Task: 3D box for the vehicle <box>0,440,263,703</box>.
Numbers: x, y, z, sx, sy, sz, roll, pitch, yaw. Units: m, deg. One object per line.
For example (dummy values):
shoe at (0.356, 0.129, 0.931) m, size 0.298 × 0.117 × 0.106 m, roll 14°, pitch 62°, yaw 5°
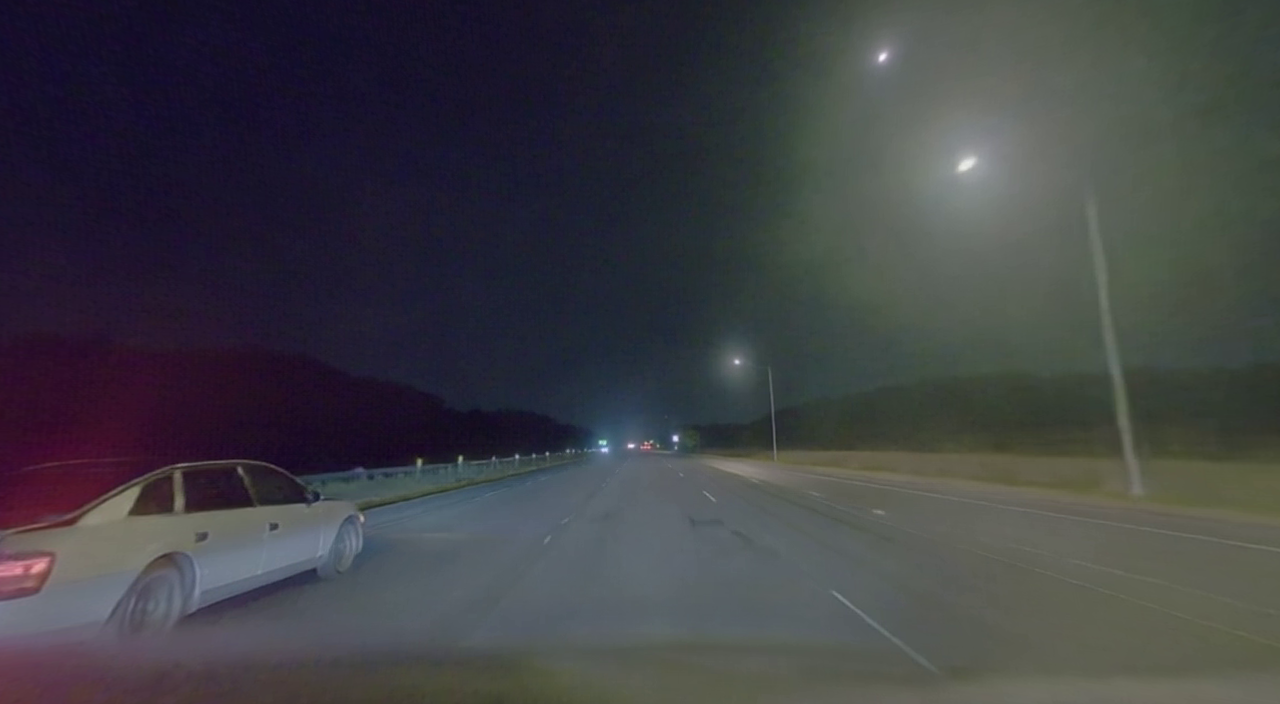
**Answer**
vehicle at (-3.685, 0.966, 2.072) m, size 2.096 × 1.343 × 4.503 m, roll 0°, pitch -8°, yaw 0°
